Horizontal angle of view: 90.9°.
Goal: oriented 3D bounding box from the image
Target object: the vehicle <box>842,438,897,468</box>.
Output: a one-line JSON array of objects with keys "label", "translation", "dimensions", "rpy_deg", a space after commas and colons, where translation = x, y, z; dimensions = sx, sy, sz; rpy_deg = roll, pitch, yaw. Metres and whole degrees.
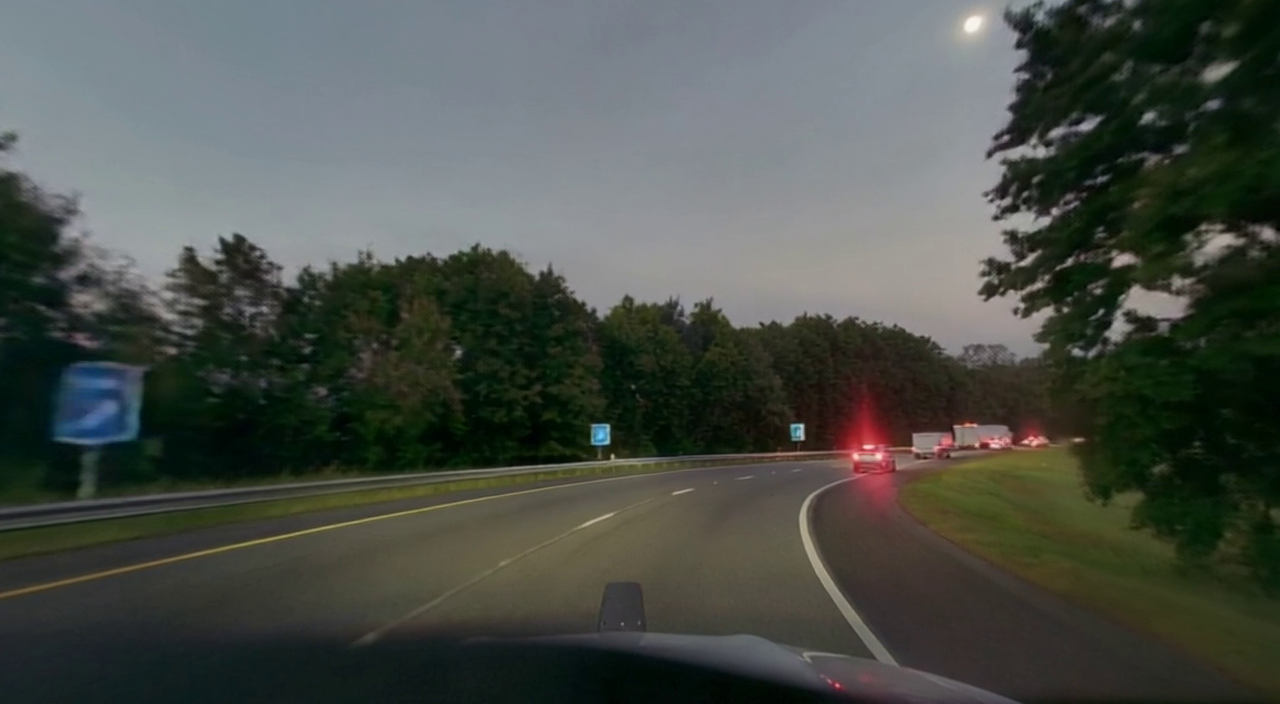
[{"label": "vehicle", "translation": [14.173, 6.209, 38.759], "dimensions": [2.221, 1.674, 4.325], "rpy_deg": [-6, -10, 31]}]
